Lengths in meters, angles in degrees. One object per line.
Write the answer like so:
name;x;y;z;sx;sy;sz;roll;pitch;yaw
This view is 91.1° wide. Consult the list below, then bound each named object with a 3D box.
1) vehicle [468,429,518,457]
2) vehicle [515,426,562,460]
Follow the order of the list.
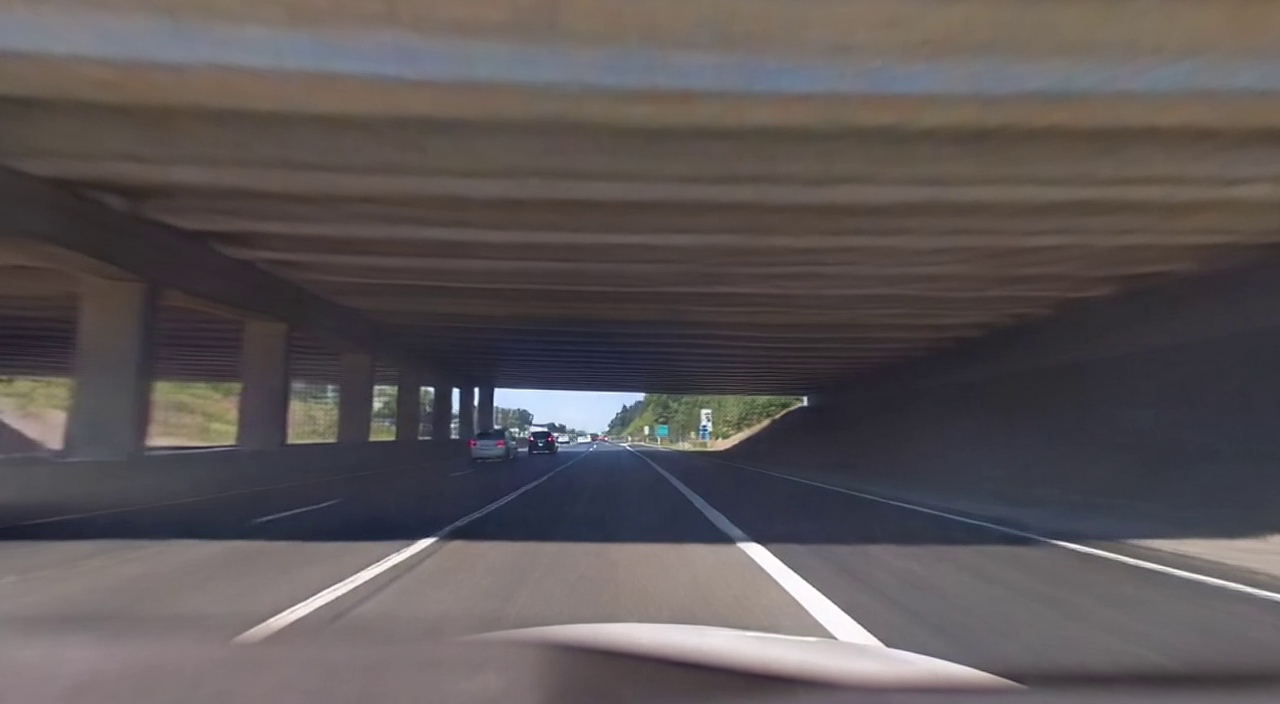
vehicle;-9.331;5.807;40.181;2.148;1.635;4.670;1;-8;-1
vehicle;-5.547;4.999;34.770;2.007;1.727;4.040;0;-8;-1
